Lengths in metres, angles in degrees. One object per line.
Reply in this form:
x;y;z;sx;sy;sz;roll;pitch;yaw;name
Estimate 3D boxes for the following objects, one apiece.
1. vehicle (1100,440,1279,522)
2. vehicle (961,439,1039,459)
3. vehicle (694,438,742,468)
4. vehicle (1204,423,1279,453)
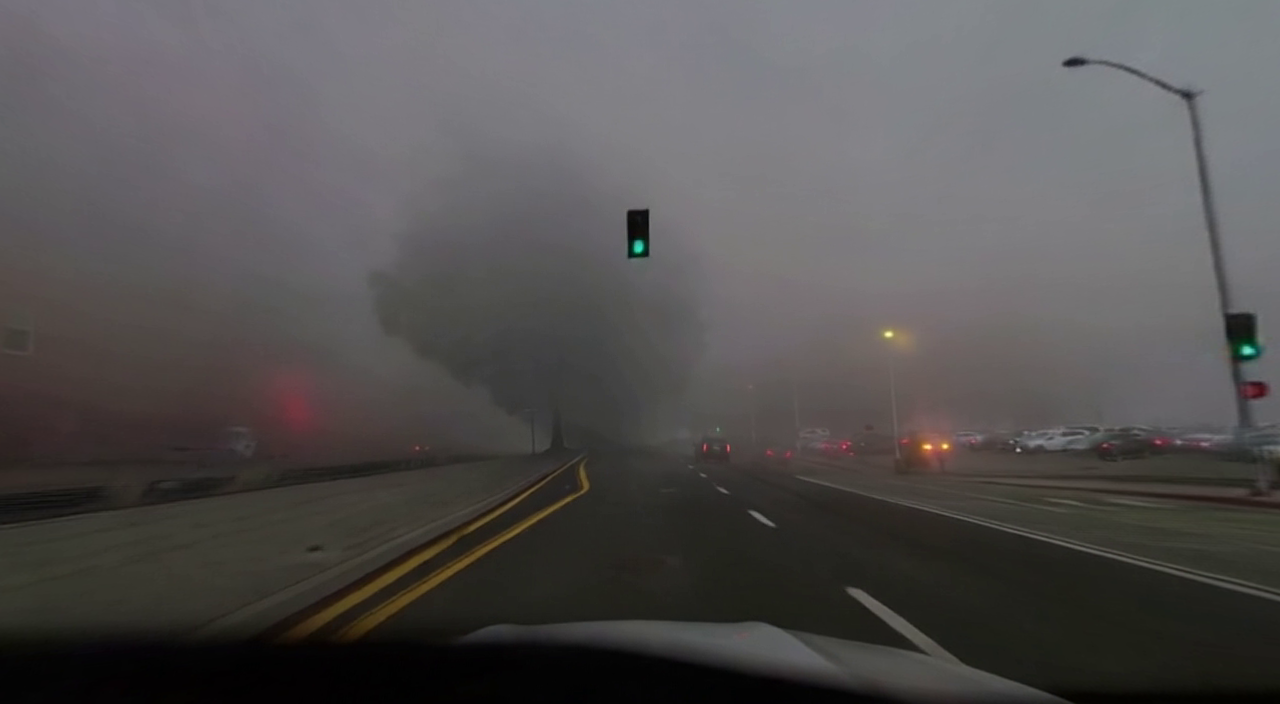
11.924;2.419;12.081;1.893;1.434;4.581;7;-10;-38;vehicle
27.065;7.268;47.403;4.691;1.436;1.988;1;-8;-4;vehicle
4.226;5.539;34.722;2.038;1.528;4.259;1;-8;-1;vehicle
41.701;5.729;41.833;6.213;1.910;2.547;1;-8;-3;vehicle
